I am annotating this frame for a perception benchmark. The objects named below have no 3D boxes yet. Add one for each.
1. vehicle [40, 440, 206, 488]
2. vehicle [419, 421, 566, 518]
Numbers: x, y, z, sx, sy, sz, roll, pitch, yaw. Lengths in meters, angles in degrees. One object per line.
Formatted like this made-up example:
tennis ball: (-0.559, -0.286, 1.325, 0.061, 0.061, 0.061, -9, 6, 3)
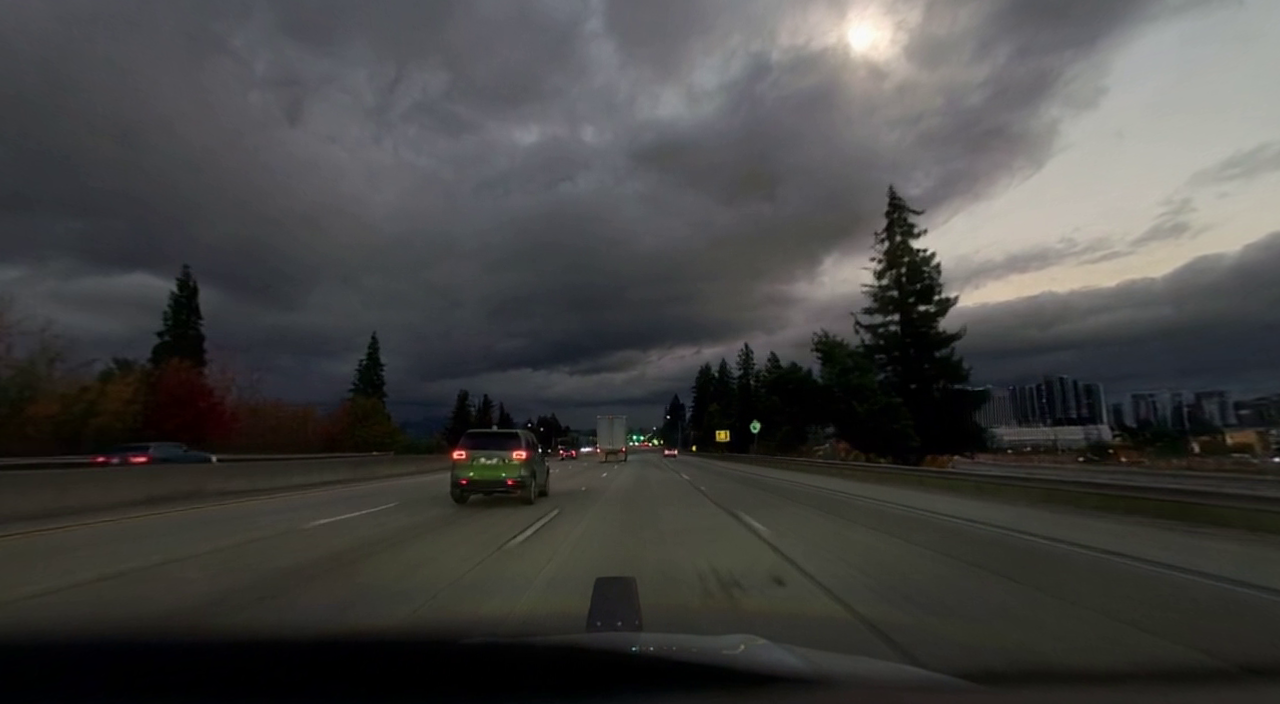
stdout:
vehicle: (-18.002, 3.902, 22.309, 1.965, 1.503, 4.579, 1, -9, 0)
vehicle: (-2.978, 2.494, 13.825, 2.111, 1.742, 4.315, 0, -9, 1)
